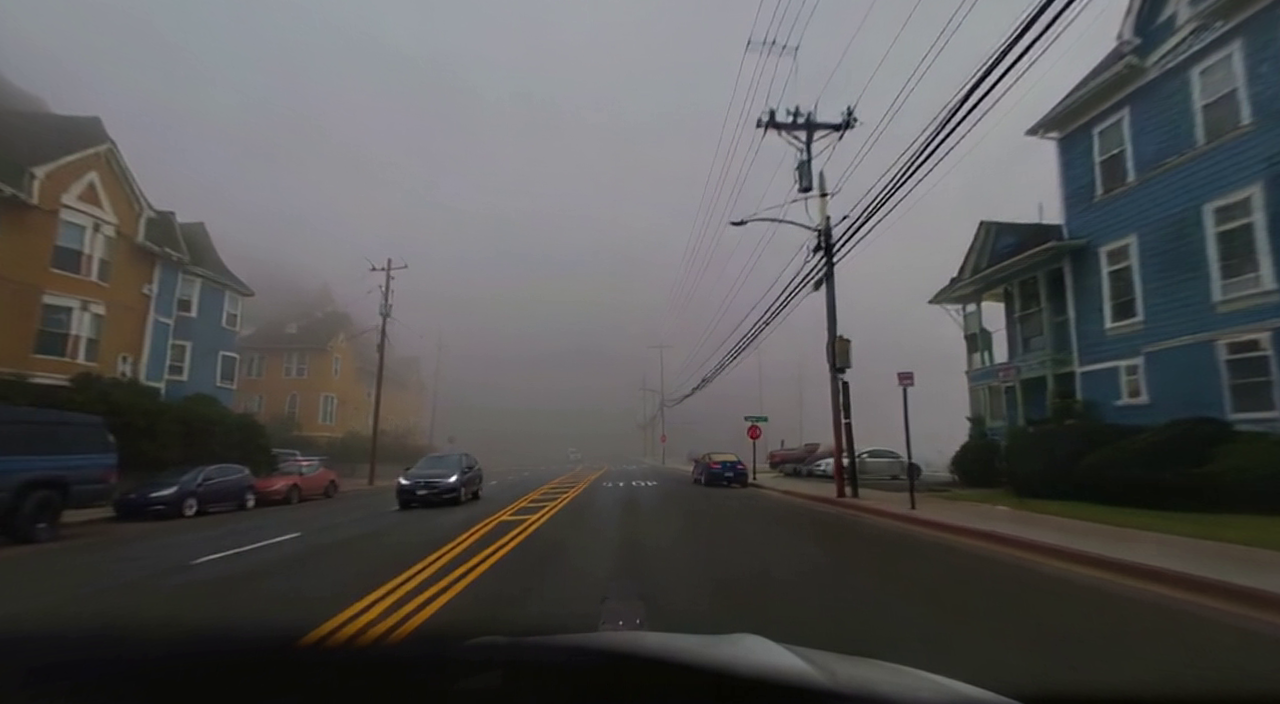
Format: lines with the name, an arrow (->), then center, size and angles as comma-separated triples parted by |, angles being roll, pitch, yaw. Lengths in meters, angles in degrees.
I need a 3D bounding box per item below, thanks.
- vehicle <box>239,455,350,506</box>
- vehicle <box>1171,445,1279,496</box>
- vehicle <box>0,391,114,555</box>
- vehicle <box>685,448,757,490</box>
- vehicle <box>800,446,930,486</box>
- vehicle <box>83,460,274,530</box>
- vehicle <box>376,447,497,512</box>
vehicle -> -11.863, 4.402, 22.007 | 1.936, 1.516, 3.647 | 0, -8, -4
vehicle -> 24.053, 4.543, 24.461 | 1.962, 1.764, 5.005 | 2, -7, -16
vehicle -> -11.105, 1.788, 8.823 | 2.687, 2.491, 5.936 | -2, -8, -4
vehicle -> 3.049, 4.502, 24.750 | 1.917, 1.434, 4.733 | 0, -8, -4
vehicle -> 9.011, 4.508, 25.323 | 4.658, 1.465, 2.025 | -4, -9, 24
vehicle -> -11.548, 3.555, 16.311 | 1.742, 1.415, 4.566 | 0, -8, -4
vehicle -> -5.442, 3.441, 17.593 | 2.205, 1.480, 4.366 | -1, -8, -4
